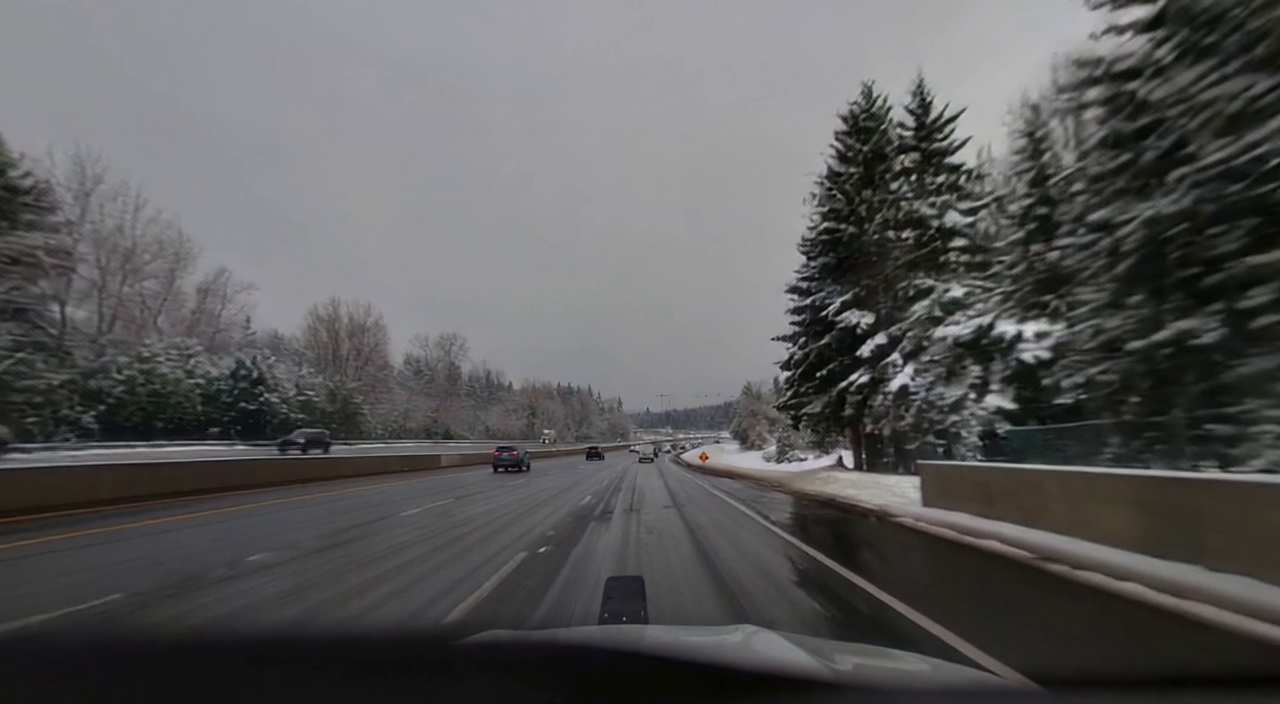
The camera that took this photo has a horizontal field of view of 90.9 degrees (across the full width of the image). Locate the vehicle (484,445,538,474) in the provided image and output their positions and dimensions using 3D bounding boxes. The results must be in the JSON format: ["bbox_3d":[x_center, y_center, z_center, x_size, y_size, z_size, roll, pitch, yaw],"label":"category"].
[{"bbox_3d":[-6.970,5.841,34.454,1.966,1.488,4.243,-1,-9,2],"label":"vehicle"}]
